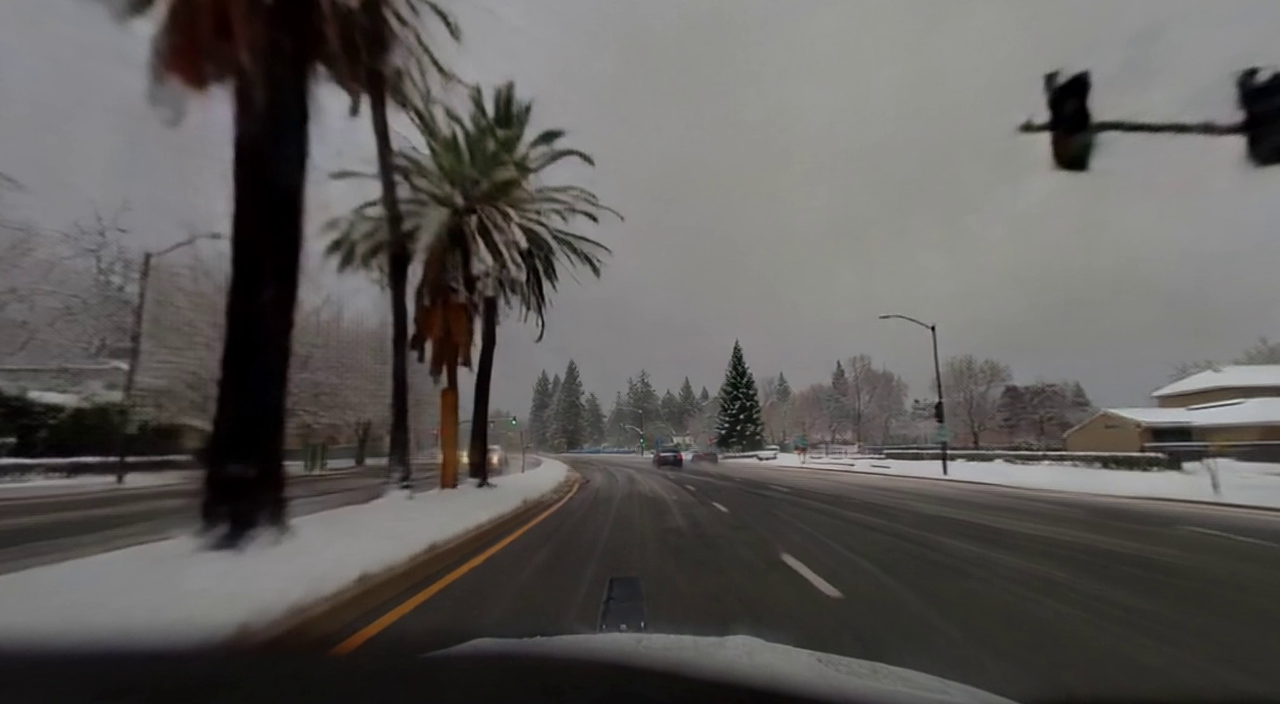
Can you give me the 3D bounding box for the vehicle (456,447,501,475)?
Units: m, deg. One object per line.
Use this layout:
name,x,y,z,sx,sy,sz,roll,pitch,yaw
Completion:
vehicle,-9.903,6.711,38.959,2.002,1.612,4.436,0,-9,-5

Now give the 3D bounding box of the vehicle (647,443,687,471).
vehicle,1.832,7.233,43.697,2.046,1.818,4.603,1,-9,-7

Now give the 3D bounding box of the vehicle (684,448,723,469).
vehicle,4.821,8.140,48.286,1.969,1.522,4.609,1,-9,-7
